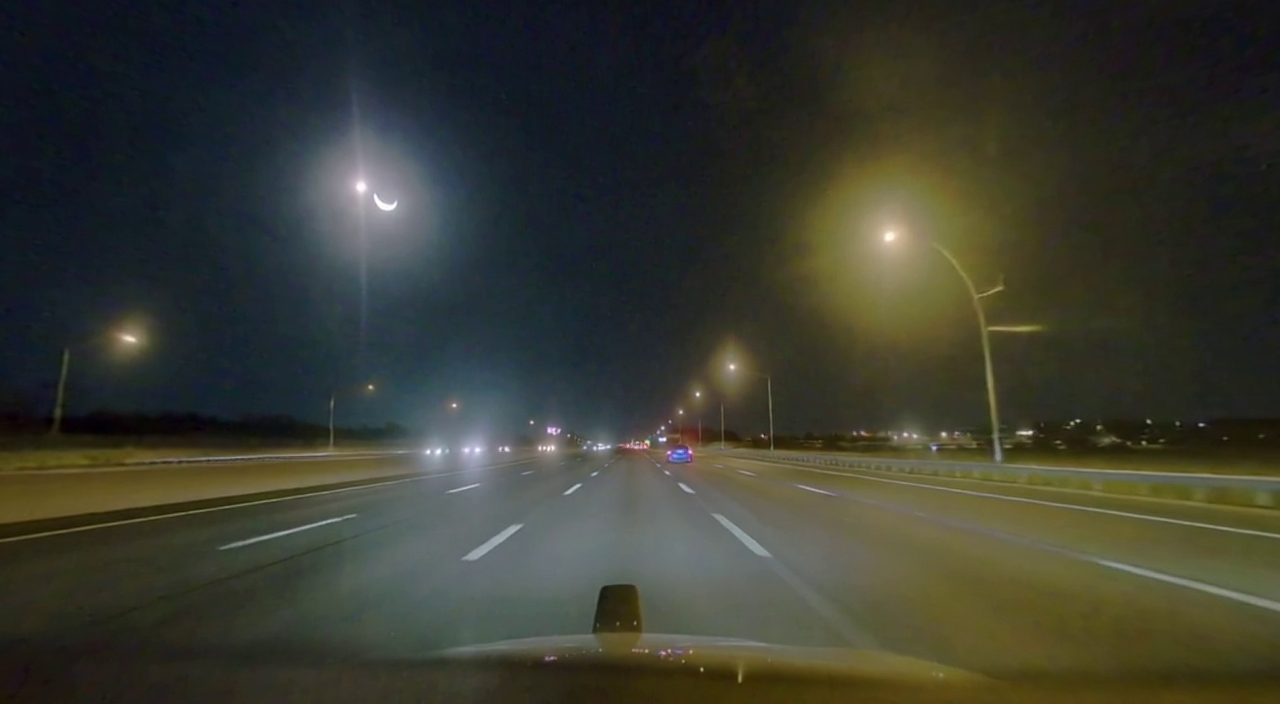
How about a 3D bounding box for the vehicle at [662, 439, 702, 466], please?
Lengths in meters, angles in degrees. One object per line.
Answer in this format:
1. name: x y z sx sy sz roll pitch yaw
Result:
1. vehicle: 2.707 6.546 41.283 2.270 1.615 3.770 0 -8 -1
